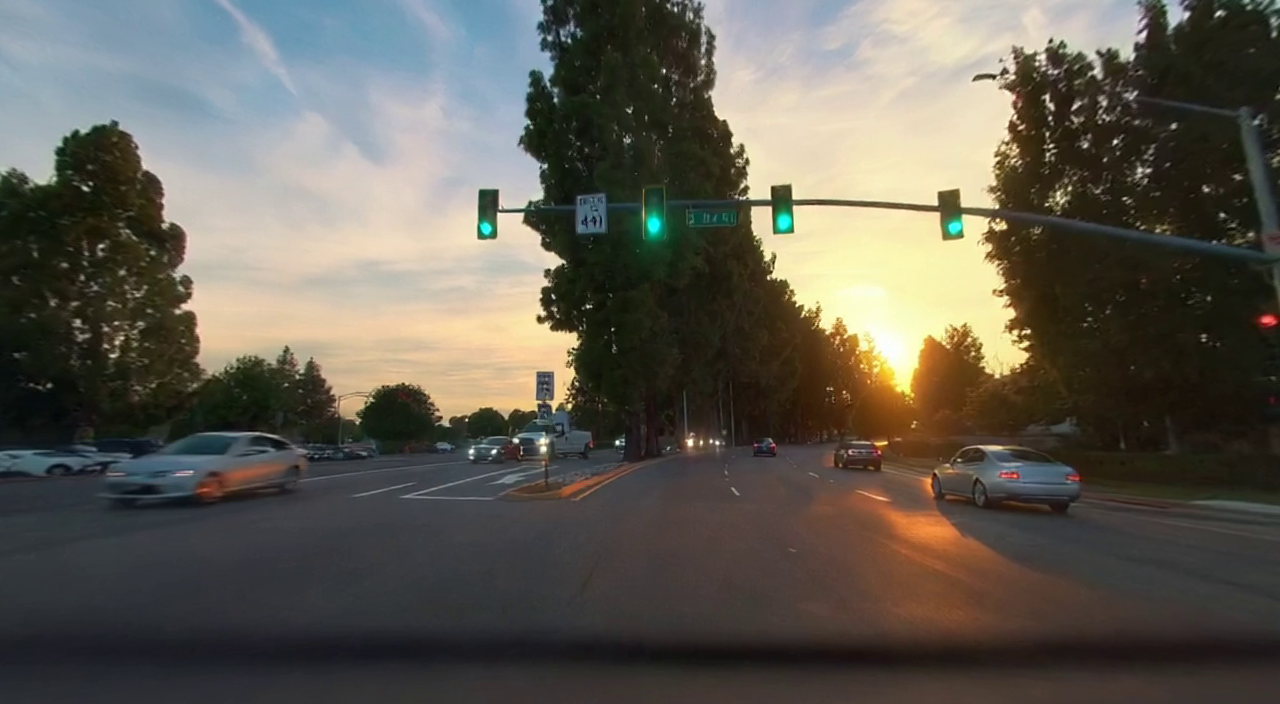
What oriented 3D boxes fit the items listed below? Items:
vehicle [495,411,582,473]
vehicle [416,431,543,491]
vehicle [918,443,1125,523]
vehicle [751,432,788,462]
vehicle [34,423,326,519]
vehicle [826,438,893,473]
[{"bbox_3d":[-3.909,3.646,25.537,2.334,2.214,5.724,0,-8,3],"label":"vehicle"},{"bbox_3d":[-4.368,3.013,18.043,2.036,1.476,4.557,-1,-7,6],"label":"vehicle"},{"bbox_3d":[7.663,2.620,13.298,1.783,1.386,4.433,0,-8,3],"label":"vehicle"},{"bbox_3d":[7.818,5.787,38.418,1.991,1.684,4.127,-1,-8,9],"label":"vehicle"},{"bbox_3d":[-8.345,2.196,12.189,1.936,1.470,4.675,-1,-8,3],"label":"vehicle"},{"bbox_3d":[9.862,4.657,28.635,1.855,1.444,4.389,-1,-8,6],"label":"vehicle"}]
